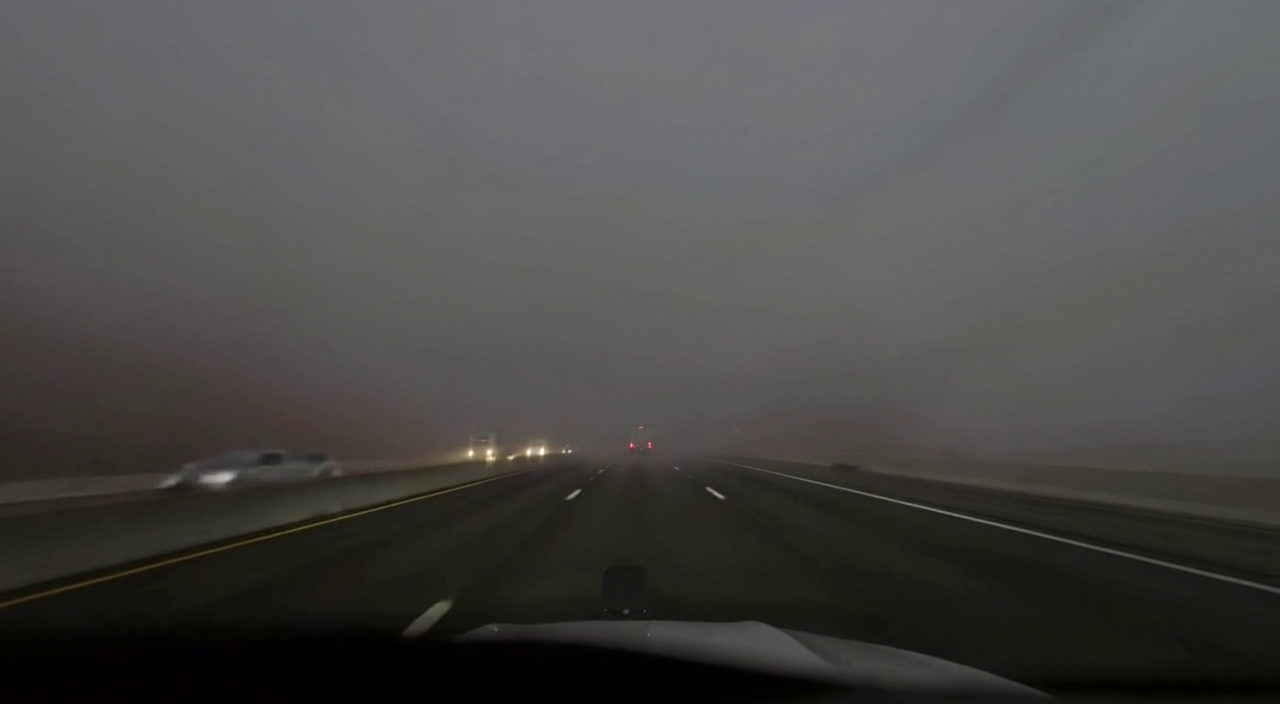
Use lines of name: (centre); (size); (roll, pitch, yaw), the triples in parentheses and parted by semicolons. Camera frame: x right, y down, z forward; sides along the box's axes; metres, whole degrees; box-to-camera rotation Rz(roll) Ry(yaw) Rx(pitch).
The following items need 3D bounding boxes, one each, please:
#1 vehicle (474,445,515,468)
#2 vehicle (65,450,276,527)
vehicle: (-10.398, 7.489, 45.269); (1.934, 1.497, 4.181); (0, -8, 0)
vehicle: (-10.534, 3.038, 14.567); (1.821, 1.477, 3.939); (0, -8, 0)
